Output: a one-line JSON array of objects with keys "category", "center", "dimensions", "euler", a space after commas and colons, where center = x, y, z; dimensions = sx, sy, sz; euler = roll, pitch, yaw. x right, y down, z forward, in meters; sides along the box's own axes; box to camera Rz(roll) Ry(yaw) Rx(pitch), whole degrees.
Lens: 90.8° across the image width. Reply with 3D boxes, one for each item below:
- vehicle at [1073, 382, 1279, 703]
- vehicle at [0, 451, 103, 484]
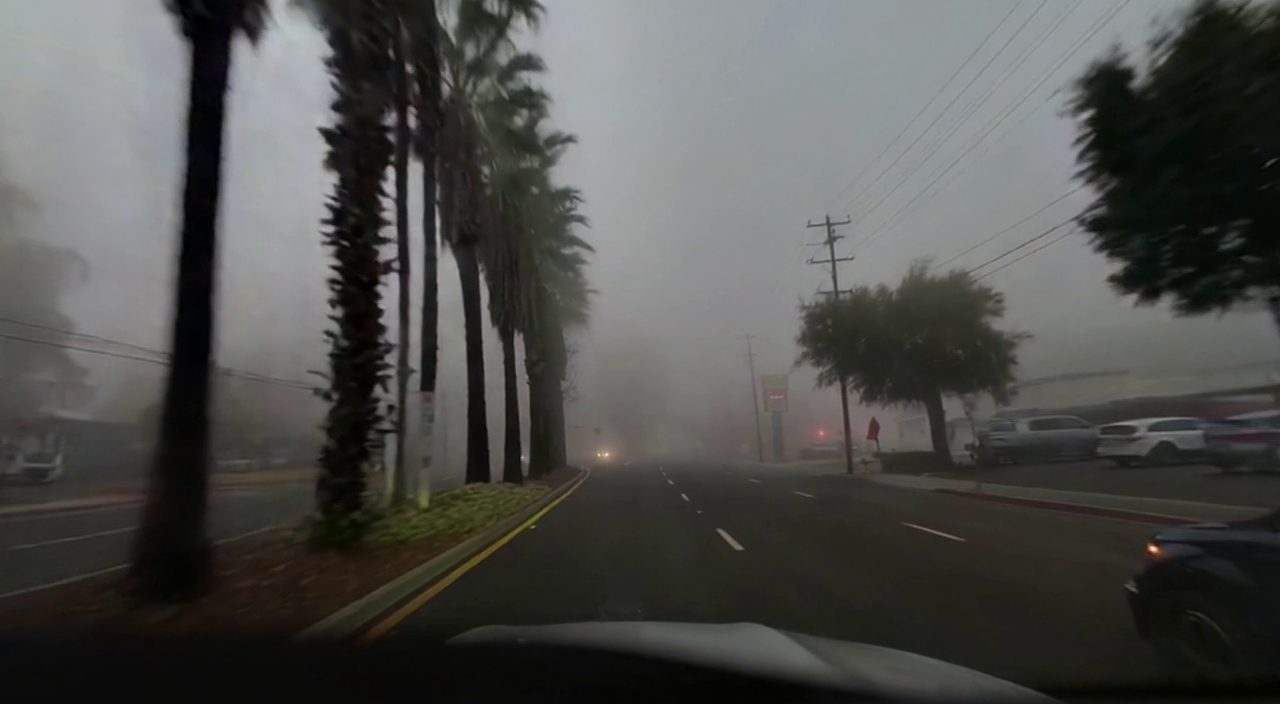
[{"category": "vehicle", "center": [3.463, 0.686, 0.915], "dimensions": [2.075, 1.579, 5.101], "euler": [0, -9, 0]}, {"category": "vehicle", "center": [-32.531, 6.262, 34.592], "dimensions": [1.886, 1.609, 4.563], "euler": [-1, -9, 6]}]
